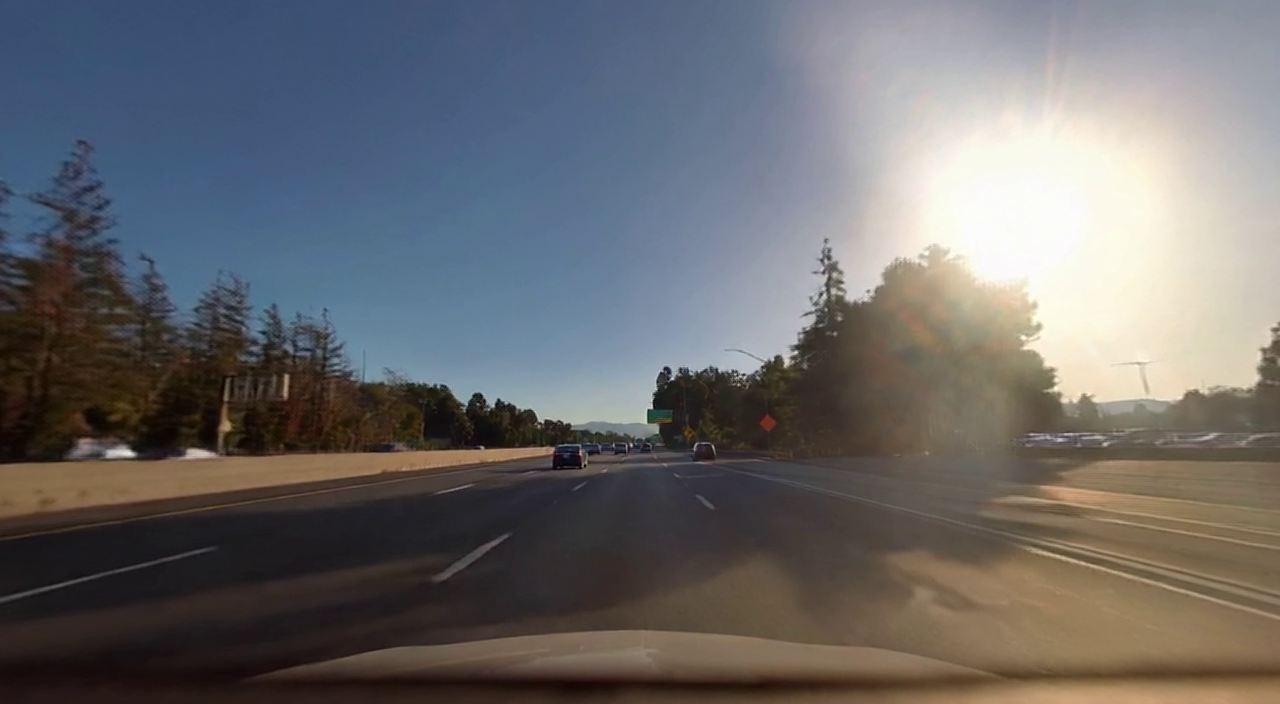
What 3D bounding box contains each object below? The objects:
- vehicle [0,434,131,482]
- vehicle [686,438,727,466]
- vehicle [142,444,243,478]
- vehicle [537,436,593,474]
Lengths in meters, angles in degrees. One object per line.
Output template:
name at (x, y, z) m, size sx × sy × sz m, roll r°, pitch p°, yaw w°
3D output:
vehicle at (-24.748, 4.349, 26.262) m, size 2.203 × 1.783 × 5.772 m, roll 0°, pitch -8°, yaw 1°
vehicle at (4.420, 6.680, 42.353) m, size 2.229 × 1.704 × 4.392 m, roll 0°, pitch -8°, yaw 0°
vehicle at (-20.777, 5.040, 29.493) m, size 1.867 × 1.429 × 3.776 m, roll 0°, pitch -8°, yaw 1°
vehicle at (-3.640, 5.093, 31.462) m, size 2.196 × 1.733 × 4.355 m, roll 0°, pitch -8°, yaw 1°
